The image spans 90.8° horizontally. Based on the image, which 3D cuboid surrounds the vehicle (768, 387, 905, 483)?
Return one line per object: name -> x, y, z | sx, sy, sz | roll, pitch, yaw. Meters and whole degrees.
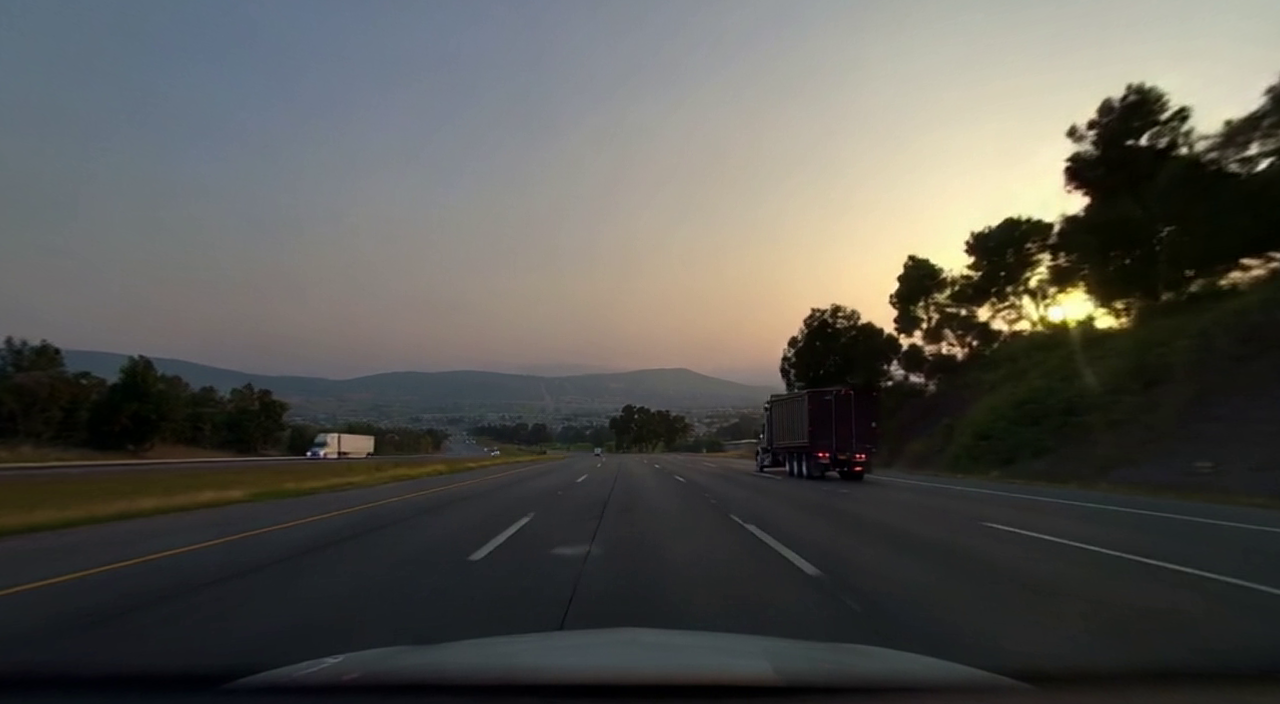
vehicle -> 6.939, 3.196, 23.678 | 2.627, 3.011, 7.287 | 0, -9, -1
